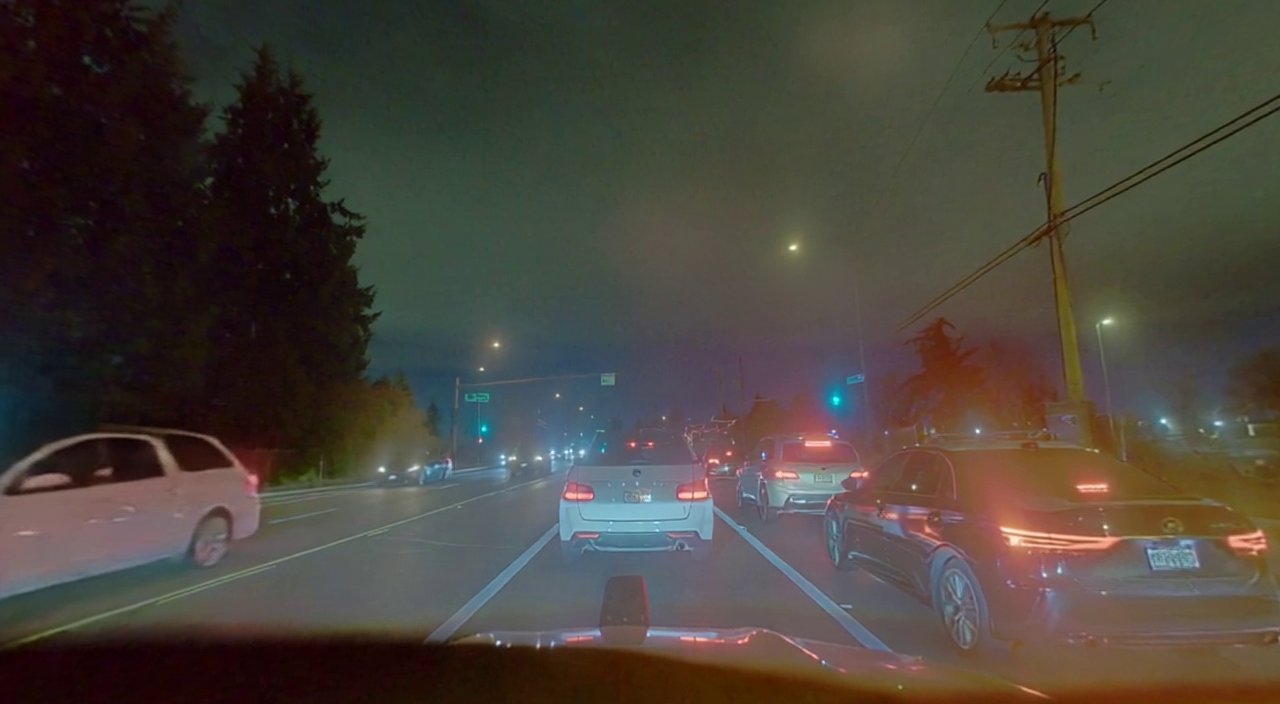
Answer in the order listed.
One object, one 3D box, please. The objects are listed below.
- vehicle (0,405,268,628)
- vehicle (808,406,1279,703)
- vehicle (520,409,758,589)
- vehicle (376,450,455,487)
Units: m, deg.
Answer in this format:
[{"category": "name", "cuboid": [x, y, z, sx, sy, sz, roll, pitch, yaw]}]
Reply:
[{"category": "vehicle", "cuboid": [-6.198, 1.478, 6.117, 2.253, 1.751, 4.700, 0, -8, 1]}, {"category": "vehicle", "cuboid": [2.894, 1.308, 4.991, 1.950, 1.487, 4.275, 0, -8, 0]}, {"category": "vehicle", "cuboid": [0.008, 1.671, 7.985, 2.200, 1.653, 4.127, 0, -8, 0]}, {"category": "vehicle", "cuboid": [-9.809, 5.083, 27.898, 1.921, 1.471, 4.137, 0, -8, 1]}]
